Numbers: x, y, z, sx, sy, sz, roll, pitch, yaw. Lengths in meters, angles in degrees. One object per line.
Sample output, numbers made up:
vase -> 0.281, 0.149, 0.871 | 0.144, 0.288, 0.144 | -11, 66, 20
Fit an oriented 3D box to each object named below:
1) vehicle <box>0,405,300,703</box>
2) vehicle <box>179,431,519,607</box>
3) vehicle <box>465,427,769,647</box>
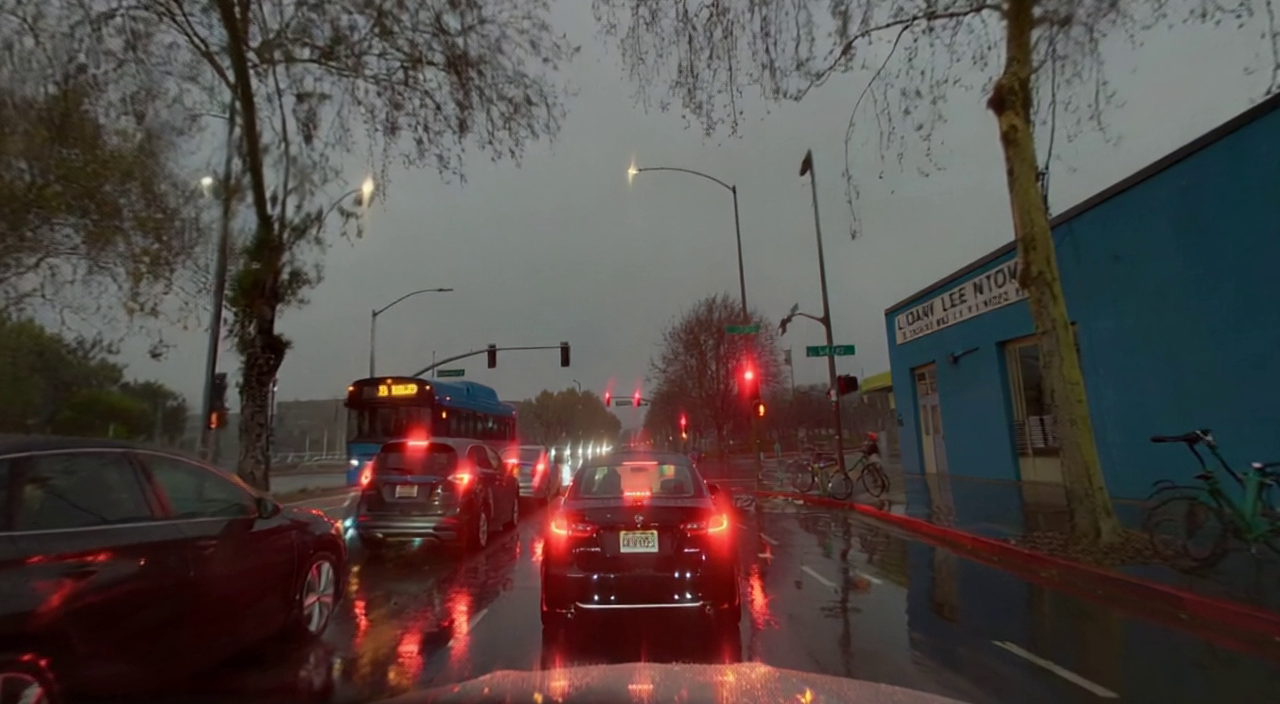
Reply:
vehicle -> -3.176, 0.868, 1.728 | 1.867, 1.486, 4.452 | 0, -8, 2
vehicle -> -2.917, 1.749, 7.645 | 1.944, 1.481, 4.385 | 0, -8, 1
vehicle -> -0.144, 1.523, 6.178 | 2.031, 1.461, 3.763 | 0, -8, 0
